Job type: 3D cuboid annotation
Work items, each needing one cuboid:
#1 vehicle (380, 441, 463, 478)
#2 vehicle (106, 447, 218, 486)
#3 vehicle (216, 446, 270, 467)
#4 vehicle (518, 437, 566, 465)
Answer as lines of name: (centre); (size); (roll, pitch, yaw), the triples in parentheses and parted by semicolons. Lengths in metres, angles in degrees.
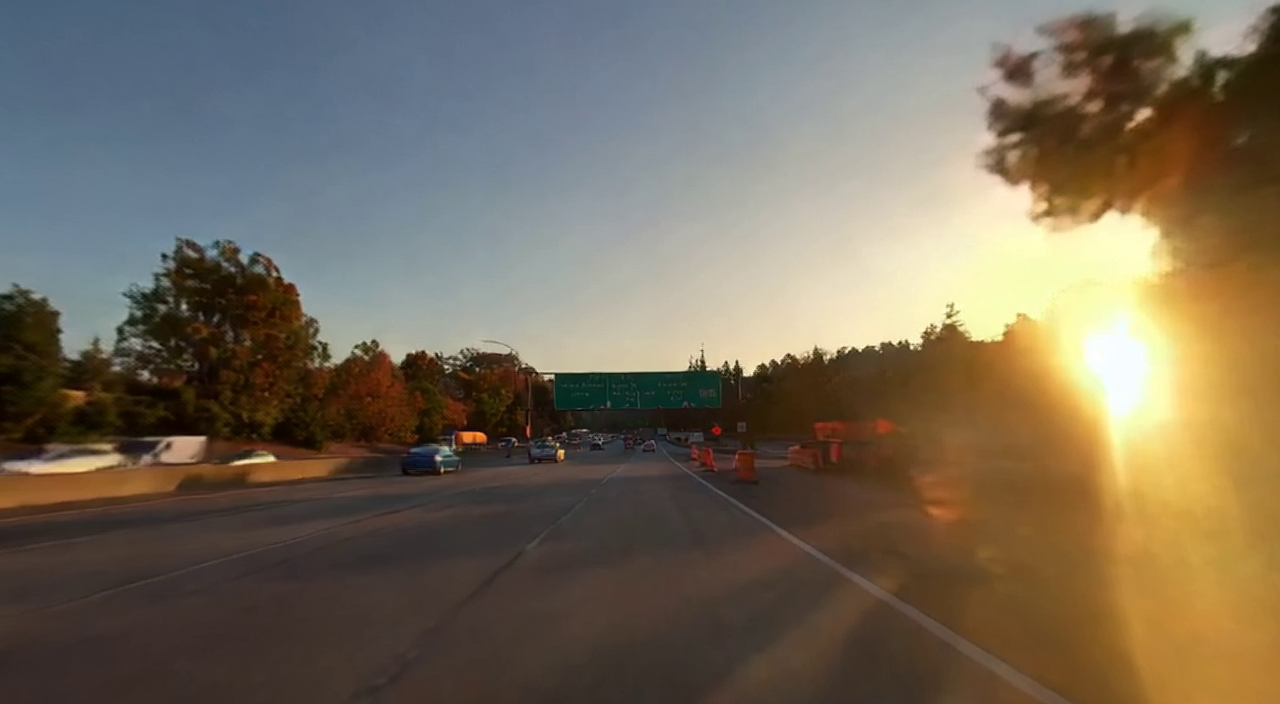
vehicle: (-9.795, 4.862, 28.692); (2.122, 1.511, 4.576); (0, -9, 0)
vehicle: (-19.164, 4.564, 25.453); (1.601, 1.423, 3.606); (0, -9, 2)
vehicle: (-30.207, 7.934, 47.990); (1.674, 1.475, 3.691); (0, -9, 0)
vehicle: (-6.488, 6.619, 42.085); (2.402, 1.733, 4.512); (0, -9, 1)
